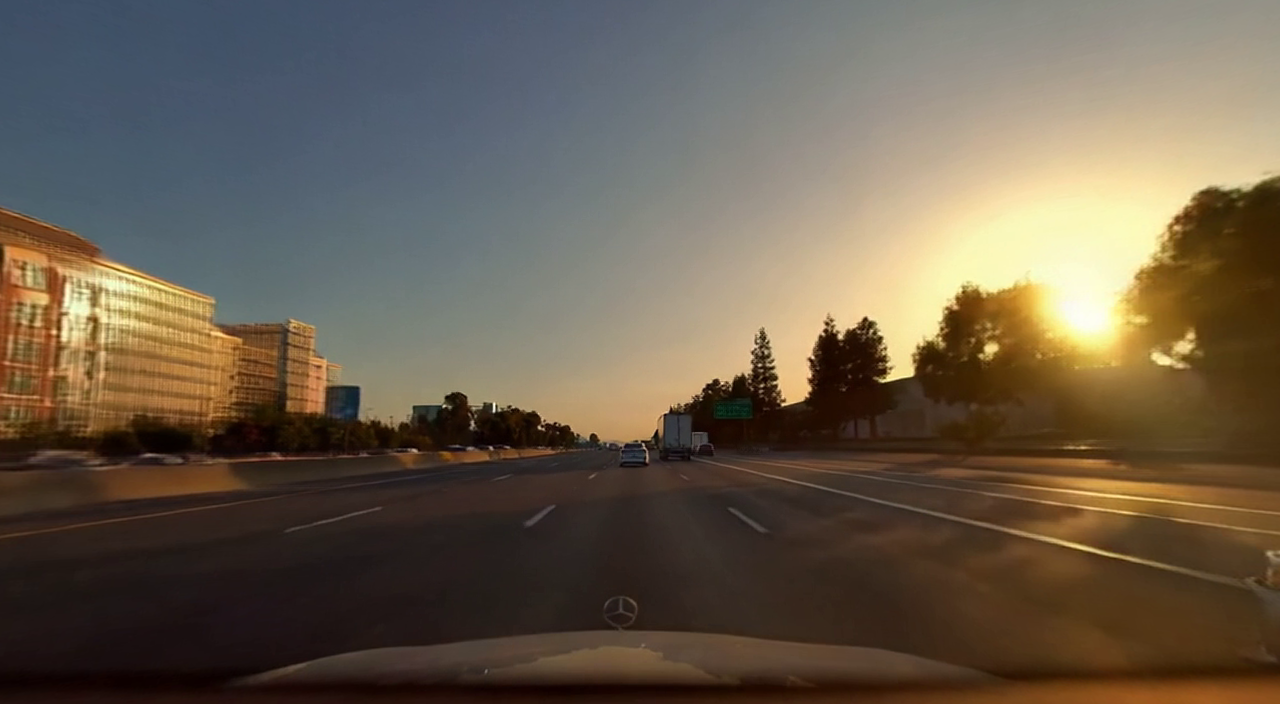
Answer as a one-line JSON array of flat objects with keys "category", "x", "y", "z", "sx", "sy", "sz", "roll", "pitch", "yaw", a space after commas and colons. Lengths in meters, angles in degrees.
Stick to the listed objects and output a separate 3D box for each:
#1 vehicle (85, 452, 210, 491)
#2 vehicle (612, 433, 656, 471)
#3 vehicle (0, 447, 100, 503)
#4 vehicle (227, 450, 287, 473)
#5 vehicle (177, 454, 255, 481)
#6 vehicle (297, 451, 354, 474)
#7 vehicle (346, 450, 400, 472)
[{"category": "vehicle", "x": -21.968, "y": 5.319, "z": 28.497, "sx": 1.863, "sy": 1.464, "sz": 4.703, "roll": 0, "pitch": -8, "yaw": 0}, {"category": "vehicle", "x": -0.331, "y": 5.542, "z": 35.190, "sx": 2.297, "sy": 1.912, "sz": 4.355, "roll": 0, "pitch": -8, "yaw": -1}, {"category": "vehicle", "x": -18.582, "y": 3.542, "z": 18.367, "sx": 1.889, "sy": 1.525, "sz": 4.375, "roll": 0, "pitch": -8, "yaw": 0}, {"category": "vehicle", "x": -29.967, "y": 8.547, "z": 49.550, "sx": 1.904, "sy": 1.592, "sz": 4.520, "roll": 0, "pitch": -8, "yaw": -1}, {"category": "vehicle", "x": -25.583, "y": 6.948, "z": 38.347, "sx": 1.777, "sy": 1.412, "sz": 4.314, "roll": 0, "pitch": -8, "yaw": -1}, {"category": "vehicle", "x": -22.120, "y": 7.765, "z": 44.662, "sx": 1.795, "sy": 1.438, "sz": 4.403, "roll": 0, "pitch": -8, "yaw": 0}, {"category": "vehicle", "x": -18.688, "y": 7.636, "z": 44.418, "sx": 1.898, "sy": 1.438, "sz": 4.179, "roll": 0, "pitch": -8, "yaw": 1}]
